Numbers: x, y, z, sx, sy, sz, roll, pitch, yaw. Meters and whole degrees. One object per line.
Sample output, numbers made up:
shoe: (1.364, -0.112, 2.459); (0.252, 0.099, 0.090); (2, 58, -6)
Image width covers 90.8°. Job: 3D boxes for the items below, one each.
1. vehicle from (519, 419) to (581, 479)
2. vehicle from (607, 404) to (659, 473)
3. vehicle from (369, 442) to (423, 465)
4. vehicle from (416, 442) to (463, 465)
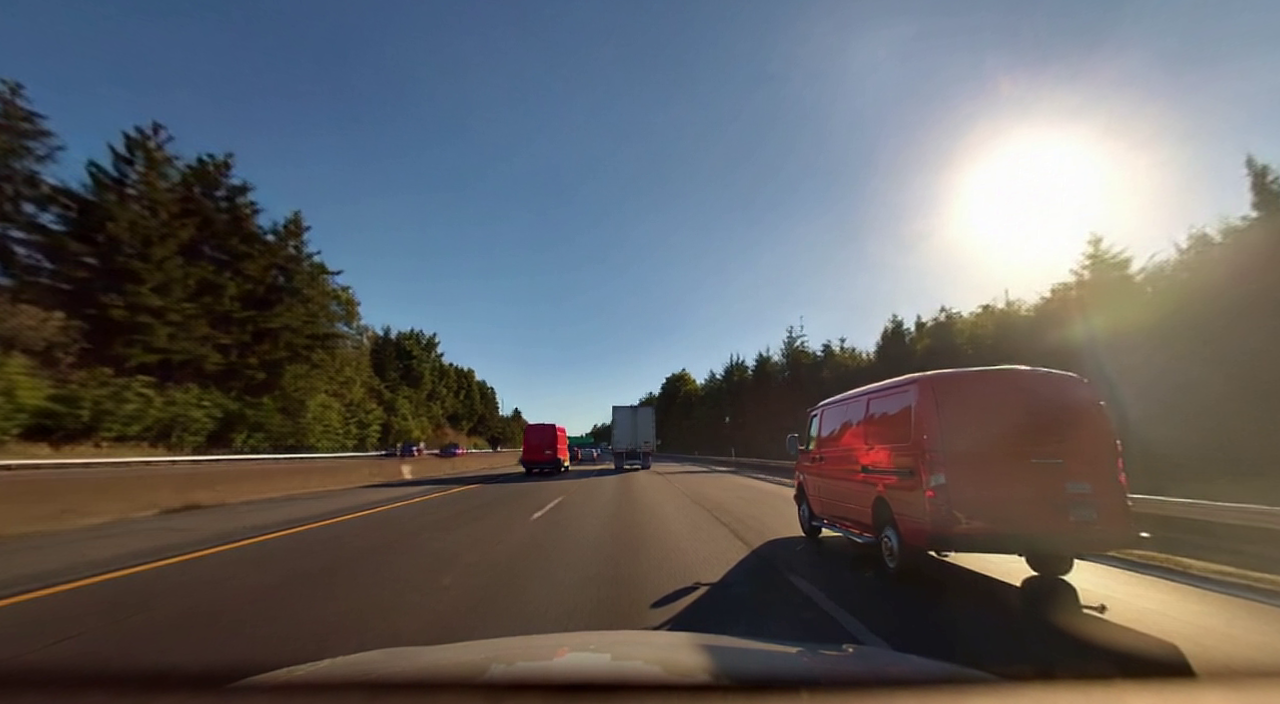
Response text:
vehicle: (-4.550, 5.070, 32.959); (2.357, 2.786, 6.144); (0, -9, -1)
vehicle: (-0.542, 5.864, 42.111); (2.995, 4.036, 10.311); (0, -9, -2)
vehicle: (-17.230, 7.188, 44.788); (1.977, 1.519, 4.809); (0, -9, -1)
vehicle: (-13.671, 6.942, 43.158); (1.867, 1.486, 4.002); (0, -9, 0)
